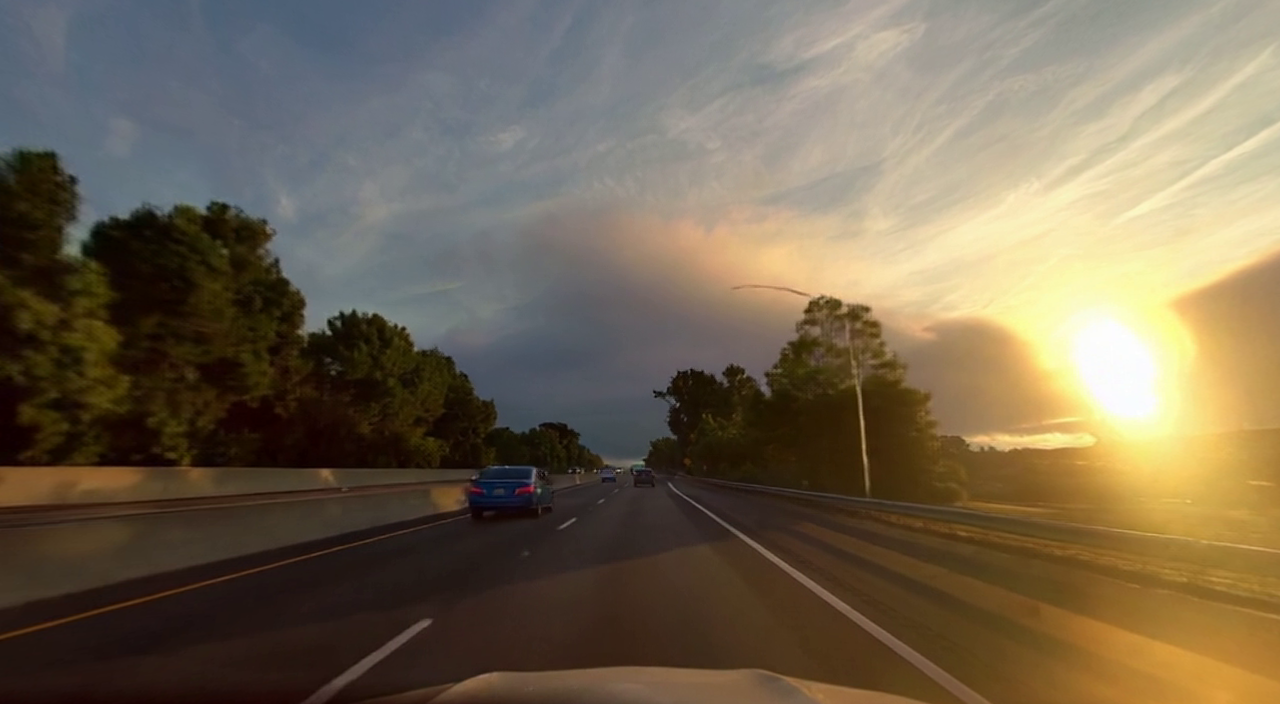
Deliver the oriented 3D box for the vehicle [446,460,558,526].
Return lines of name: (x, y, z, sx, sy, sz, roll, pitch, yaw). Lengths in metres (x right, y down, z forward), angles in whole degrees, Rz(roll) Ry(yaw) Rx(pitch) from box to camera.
vehicle: (-3.620, 3.825, 17.439, 2.047, 1.523, 4.279, 1, -11, 1)
